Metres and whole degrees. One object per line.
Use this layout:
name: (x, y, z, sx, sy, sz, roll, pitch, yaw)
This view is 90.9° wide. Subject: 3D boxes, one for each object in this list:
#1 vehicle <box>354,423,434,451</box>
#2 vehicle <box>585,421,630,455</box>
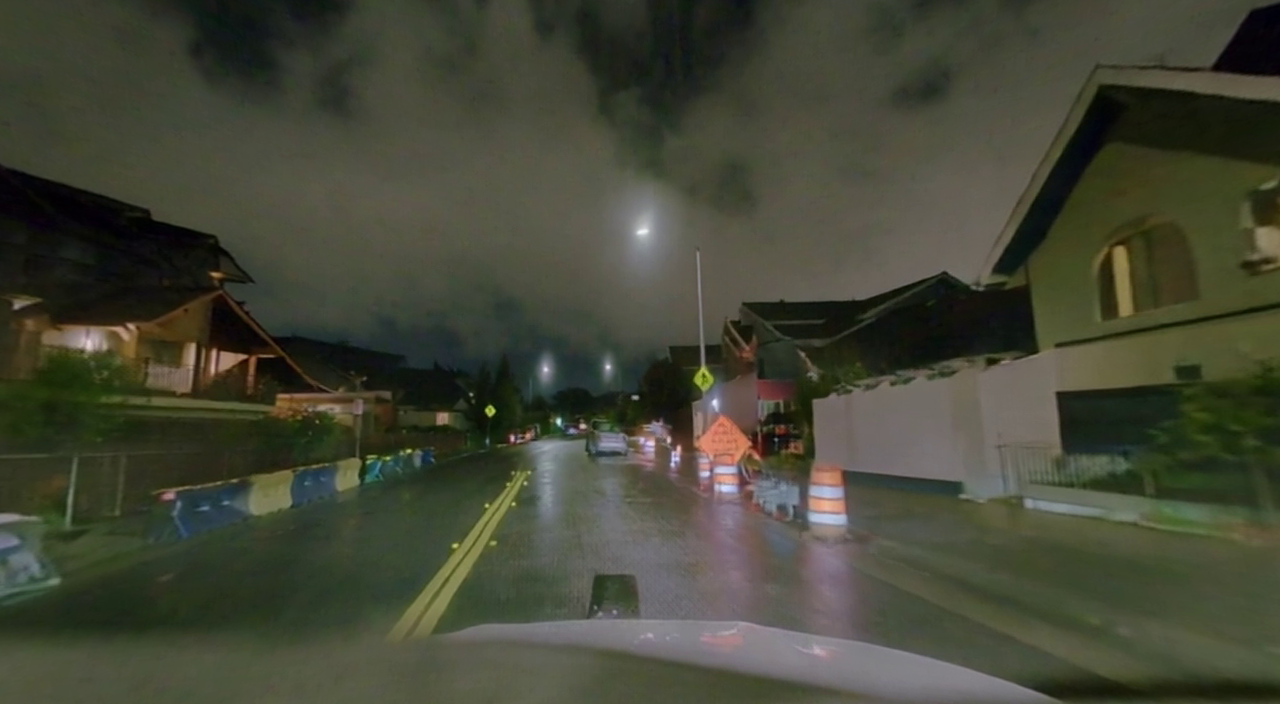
vehicle: (-15.630, 5.435, 40.184, 4.205, 1.745, 2.121, 1, -8, -2)
vehicle: (-1.584, 4.101, 30.022, 1.998, 1.494, 3.927, 0, -8, -4)
